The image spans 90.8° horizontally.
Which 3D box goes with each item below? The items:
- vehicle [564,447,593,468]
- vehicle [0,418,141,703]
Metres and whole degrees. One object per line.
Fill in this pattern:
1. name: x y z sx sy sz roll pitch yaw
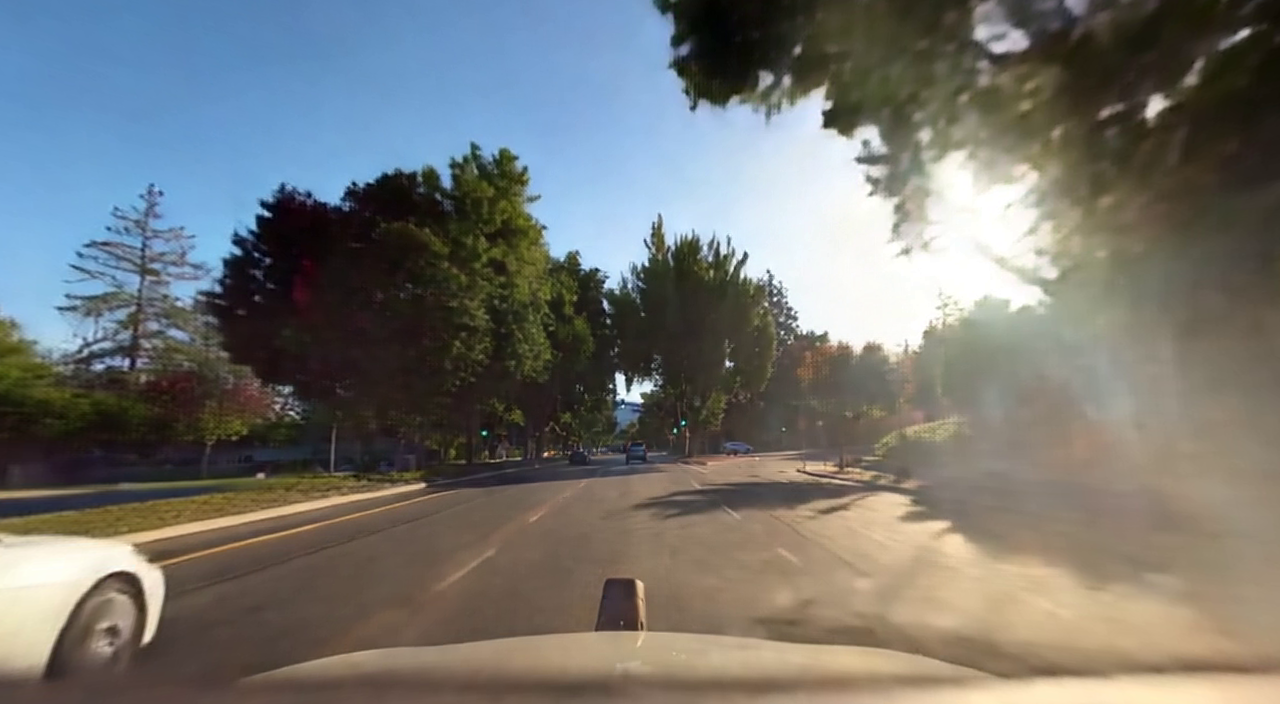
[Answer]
1. vehicle: -4.456 7.650 46.088 1.674 1.408 4.141 0 -8 1
2. vehicle: -3.723 0.795 1.170 1.968 1.459 4.433 0 -8 0
